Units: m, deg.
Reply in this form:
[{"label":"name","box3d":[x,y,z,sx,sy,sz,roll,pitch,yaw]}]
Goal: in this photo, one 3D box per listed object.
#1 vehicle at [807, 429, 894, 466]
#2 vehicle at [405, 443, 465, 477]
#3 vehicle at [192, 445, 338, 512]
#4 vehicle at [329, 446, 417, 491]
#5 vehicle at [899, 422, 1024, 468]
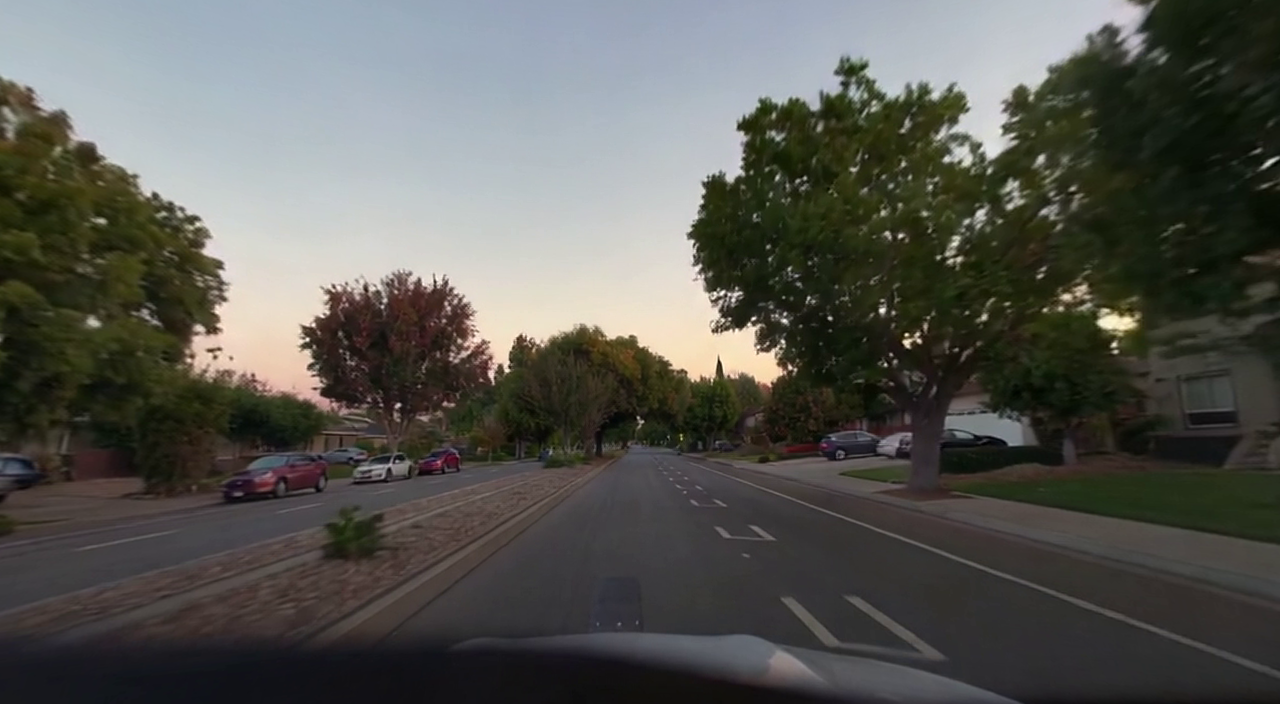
[{"label":"vehicle","box3d":[12.124,5.500,36.570,4.194,1.850,1.951,-2,-7,-4]},{"label":"vehicle","box3d":[-12.364,6.526,38.494,2.105,1.930,4.541,0,-8,0]},{"label":"vehicle","box3d":[-12.211,4.073,21.081,1.962,1.735,4.927,-2,-7,-1]},{"label":"vehicle","box3d":[-12.184,5.309,29.239,2.007,1.663,5.077,-2,-7,-1]},{"label":"vehicle","box3d":[14.528,4.209,28.785,4.498,1.831,2.059,-2,-7,-1]}]
